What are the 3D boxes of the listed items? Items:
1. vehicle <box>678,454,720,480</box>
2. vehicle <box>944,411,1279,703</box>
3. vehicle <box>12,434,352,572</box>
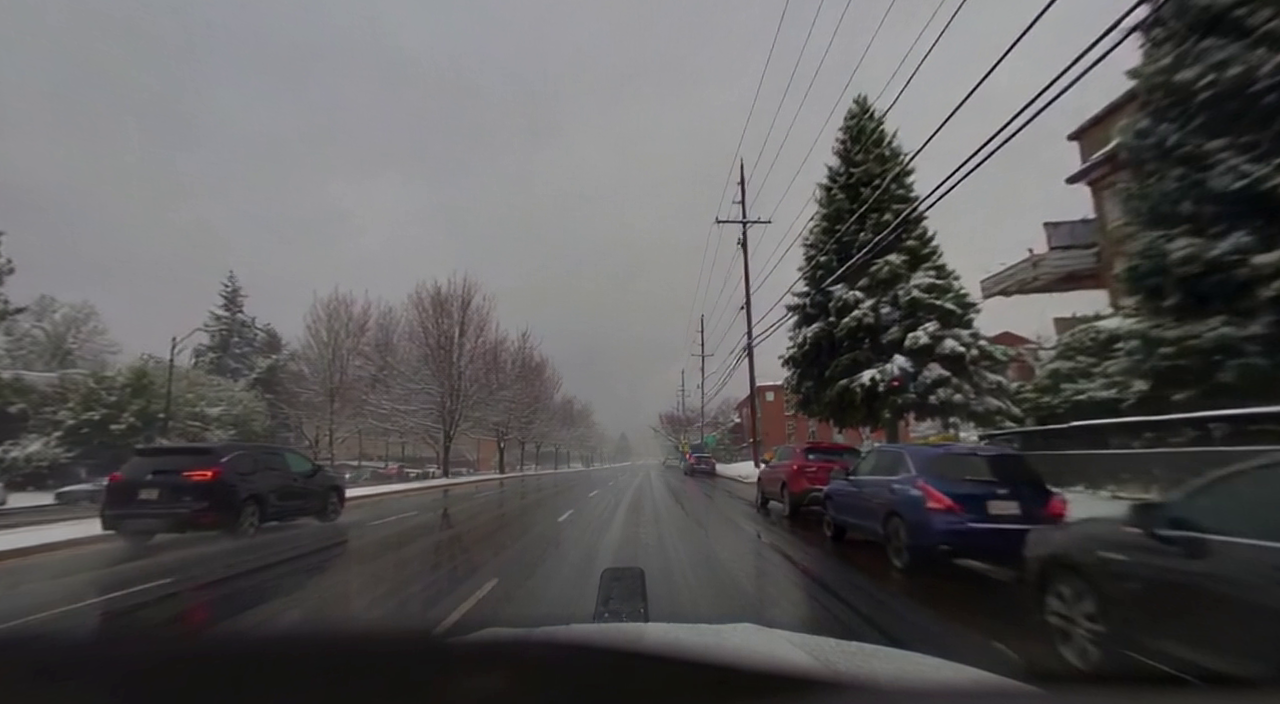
[{"bbox_3d":[3.727,7.351,40.523,2.259,1.500,4.474,0,-8,0],"label":"vehicle"},{"bbox_3d":[3.357,0.992,2.565,2.016,1.477,4.620,-1,-8,1],"label":"vehicle"},{"bbox_3d":[-6.699,2.188,10.080,2.000,1.671,4.497,0,-8,0],"label":"vehicle"}]
